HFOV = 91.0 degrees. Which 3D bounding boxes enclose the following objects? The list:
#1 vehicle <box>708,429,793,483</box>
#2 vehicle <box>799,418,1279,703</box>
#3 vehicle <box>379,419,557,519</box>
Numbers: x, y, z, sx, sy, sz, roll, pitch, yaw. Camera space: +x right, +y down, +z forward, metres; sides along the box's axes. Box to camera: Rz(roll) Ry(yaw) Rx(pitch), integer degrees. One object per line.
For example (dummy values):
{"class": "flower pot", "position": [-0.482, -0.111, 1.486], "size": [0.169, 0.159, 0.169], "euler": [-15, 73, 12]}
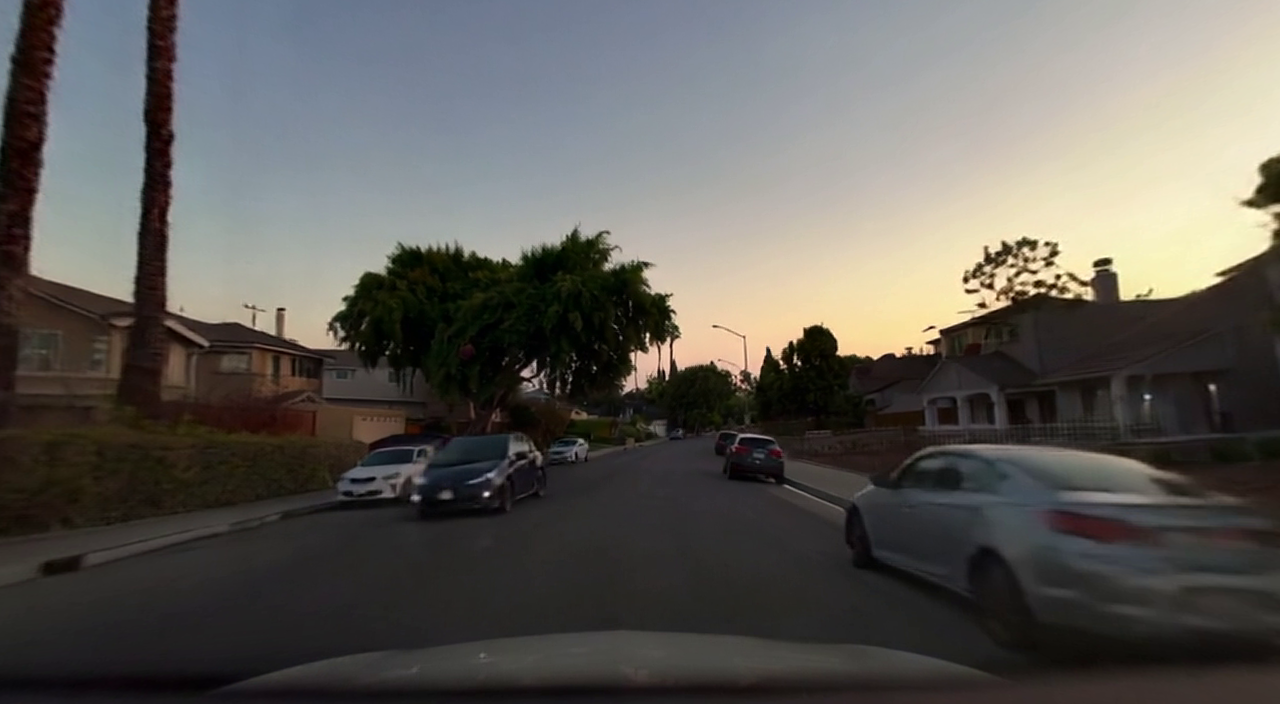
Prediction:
{"class": "vehicle", "position": [3.405, 3.285, 20.185], "size": [2.045, 1.519, 4.231], "euler": [-1, -8, 2]}
{"class": "vehicle", "position": [2.925, 1.358, 5.220], "size": [1.942, 1.465, 4.123], "euler": [0, -8, -3]}
{"class": "vehicle", "position": [-3.463, 2.473, 13.907], "size": [2.305, 1.781, 4.834], "euler": [-1, -8, 4]}
